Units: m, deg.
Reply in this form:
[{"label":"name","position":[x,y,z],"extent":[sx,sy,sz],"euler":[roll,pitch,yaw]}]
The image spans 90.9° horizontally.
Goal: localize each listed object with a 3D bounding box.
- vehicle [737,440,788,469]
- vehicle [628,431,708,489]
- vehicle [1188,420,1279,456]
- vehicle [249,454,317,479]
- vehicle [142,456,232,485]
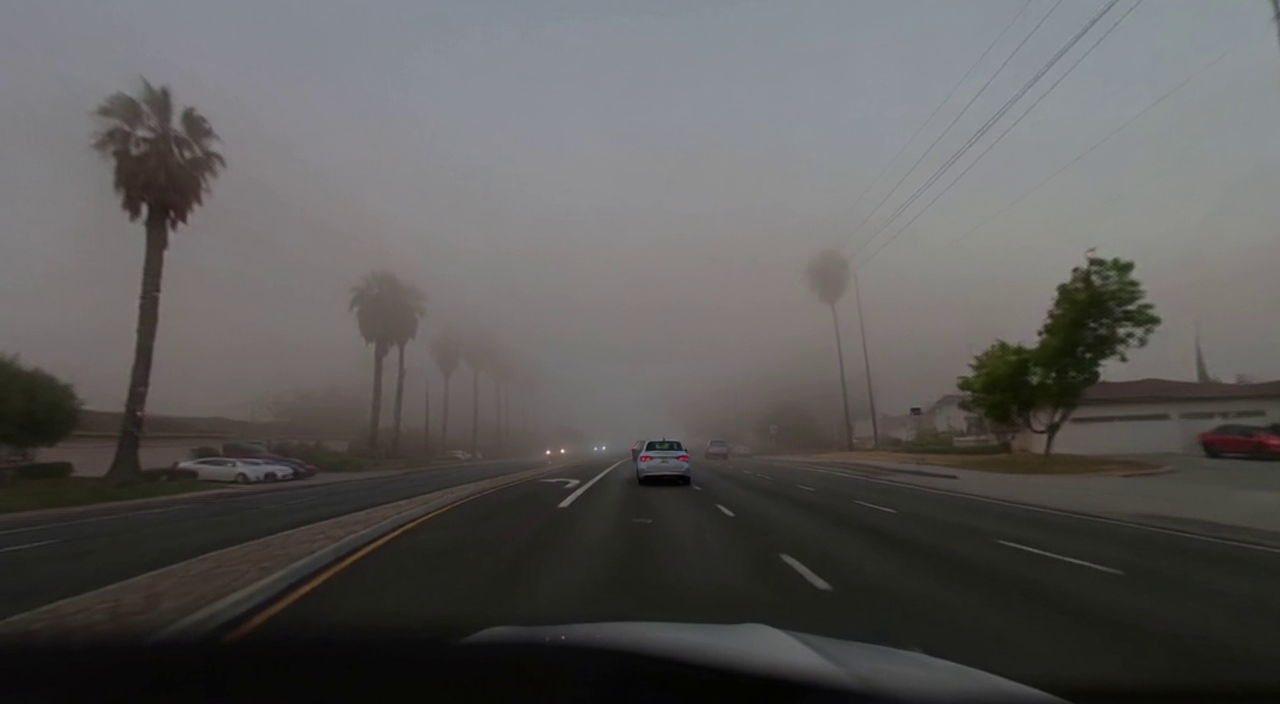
[{"label":"vehicle","position":[6.643,5.605,34.668],"extent":[1.897,1.477,4.360],"euler":[0,-8,-1]},{"label":"vehicle","position":[0.777,3.460,20.506],"extent":[2.289,1.679,4.180],"euler":[0,-8,-1]},{"label":"vehicle","position":[27.594,3.905,28.386],"extent":[1.781,1.520,3.979],"euler":[2,-9,-13]},{"label":"vehicle","position":[-23.402,7.518,41.486],"extent":[1.834,1.499,4.346],"euler":[0,-9,1]},{"label":"vehicle","position":[-26.399,6.898,36.932],"extent":[1.813,1.452,4.619],"euler":[0,-8,0]}]
